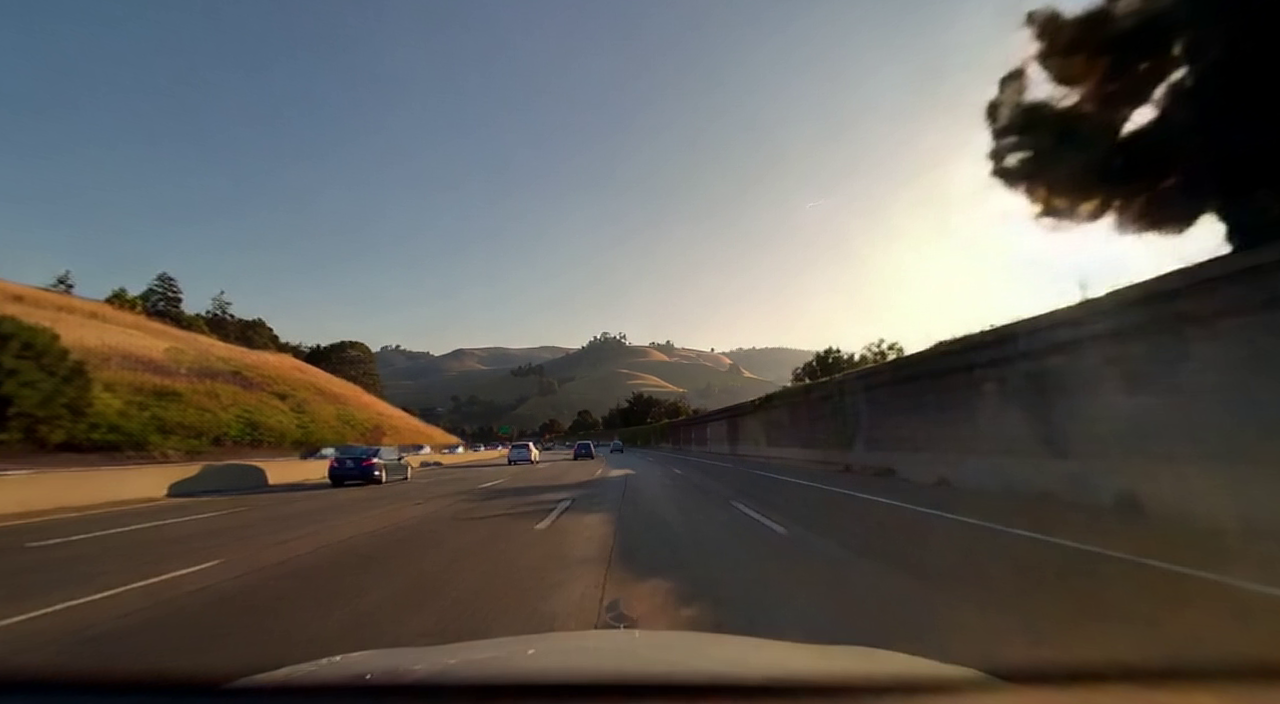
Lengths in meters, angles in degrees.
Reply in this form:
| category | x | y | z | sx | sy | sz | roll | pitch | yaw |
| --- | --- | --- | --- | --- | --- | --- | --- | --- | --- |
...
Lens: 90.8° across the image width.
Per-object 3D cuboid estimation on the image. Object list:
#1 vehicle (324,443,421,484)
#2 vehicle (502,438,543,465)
| category | x | y | z | sx | sy | sz | roll | pitch | yaw |
| --- | --- | --- | --- | --- | --- | --- | --- | --- | --- |
| vehicle | -10.667 | 4.452 | 25.652 | 1.949 | 1.475 | 4.740 | 0 | -8 | -1 |
| vehicle | -8.156 | 6.960 | 44.241 | 2.074 | 1.768 | 4.805 | 0 | -8 | -2 |
